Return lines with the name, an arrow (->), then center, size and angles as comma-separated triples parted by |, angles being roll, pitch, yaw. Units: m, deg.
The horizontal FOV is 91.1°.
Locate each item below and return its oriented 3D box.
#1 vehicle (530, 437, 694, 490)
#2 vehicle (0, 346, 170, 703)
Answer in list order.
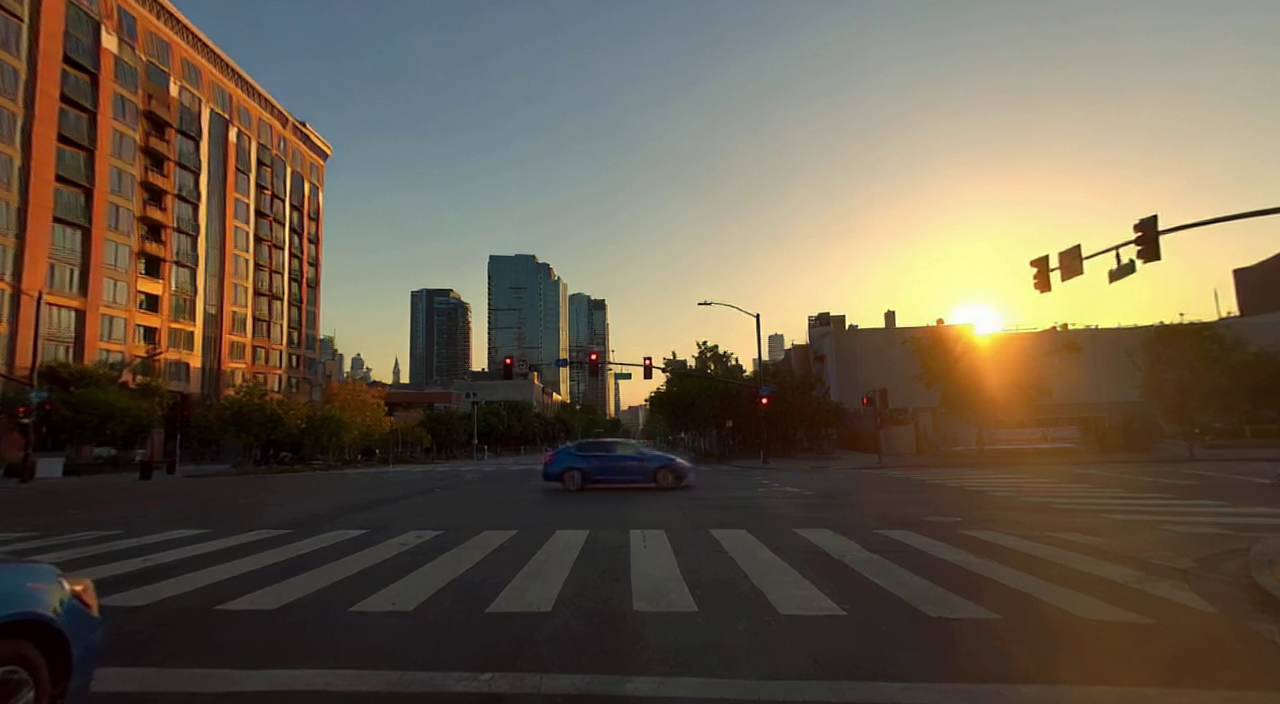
vehicle -> -0.778, 3.253, 18.438 | 4.551, 1.454, 1.941 | 0, -8, 0
vehicle -> -3.634, 0.614, 1.065 | 2.109, 1.692, 4.587 | 0, -8, 0
